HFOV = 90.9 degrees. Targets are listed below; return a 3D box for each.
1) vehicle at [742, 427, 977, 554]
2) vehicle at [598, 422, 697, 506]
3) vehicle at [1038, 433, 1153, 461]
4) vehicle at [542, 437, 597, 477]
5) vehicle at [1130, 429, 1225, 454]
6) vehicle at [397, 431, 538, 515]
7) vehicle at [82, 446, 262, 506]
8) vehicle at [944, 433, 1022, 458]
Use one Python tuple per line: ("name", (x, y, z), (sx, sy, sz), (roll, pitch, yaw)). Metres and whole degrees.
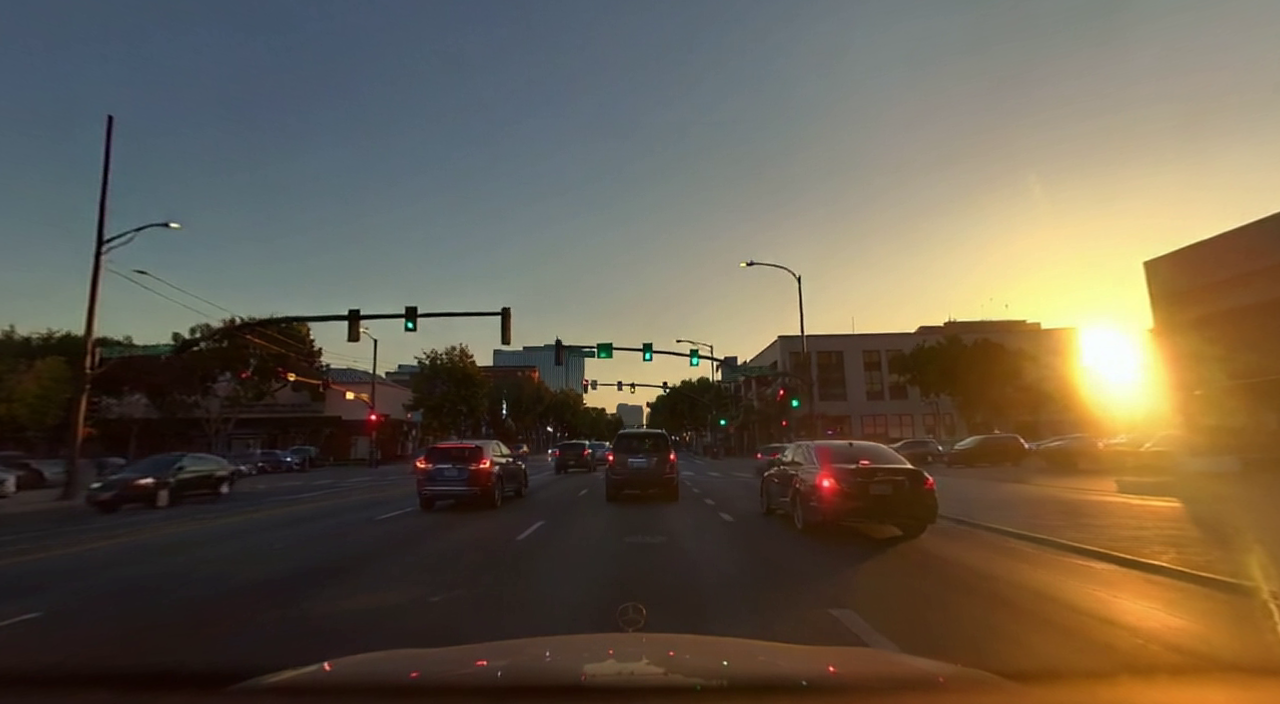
("vehicle", (2.968, 1.980, 9.733), (2.030, 1.492, 4.383), (0, -8, 0))
("vehicle", (0.194, 2.671, 15.400), (2.075, 1.770, 4.018), (0, -8, 1))
("vehicle", (25.358, 5.315, 35.255), (4.736, 1.526, 1.878), (-1, -8, 9))
("vehicle", (-3.089, 4.694, 28.303), (1.894, 1.642, 3.861), (0, -8, 2))
("vehicle", (37.334, 6.237, 43.889), (4.409, 1.696, 2.180), (-2, -9, 13))
("vehicle", (-3.669, 2.657, 14.321), (1.886, 1.599, 4.247), (0, -8, 2))
("vehicle", (-14.853, 3.916, 20.475), (2.099, 1.696, 4.746), (0, -8, 1))
("vehicle", (23.416, 6.411, 43.154), (4.236, 1.617, 1.832), (-1, -9, 9))
